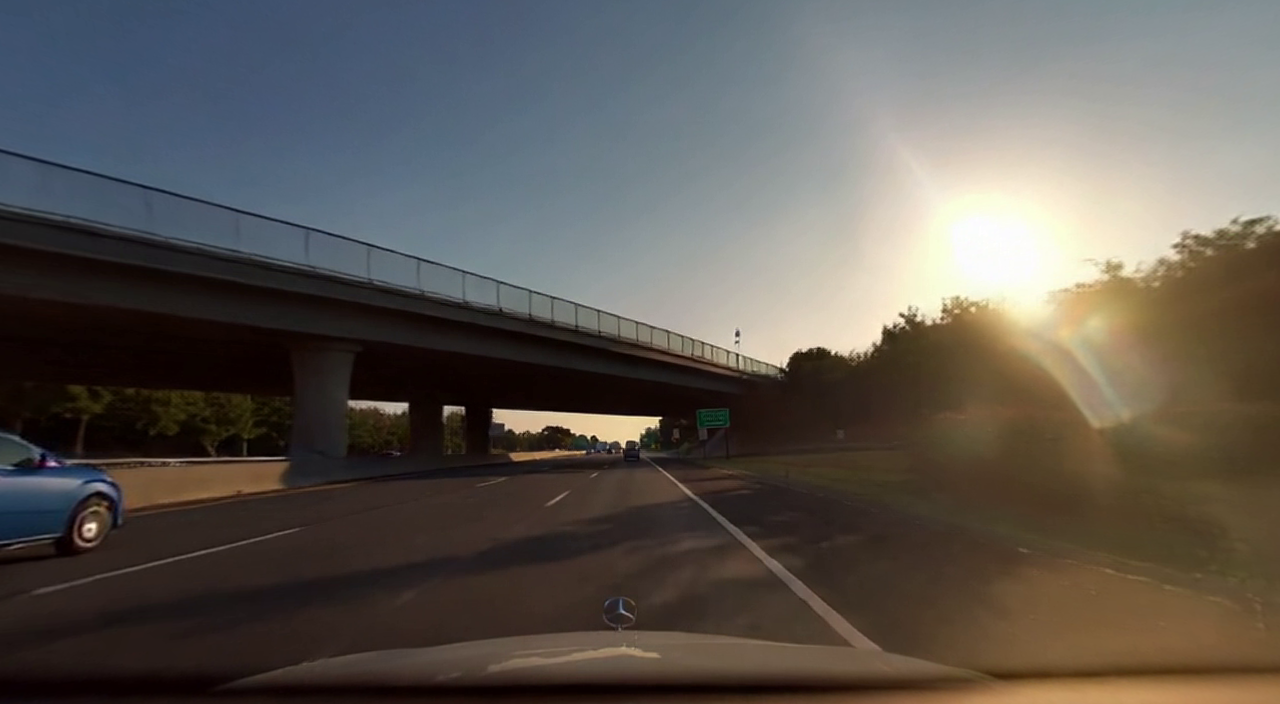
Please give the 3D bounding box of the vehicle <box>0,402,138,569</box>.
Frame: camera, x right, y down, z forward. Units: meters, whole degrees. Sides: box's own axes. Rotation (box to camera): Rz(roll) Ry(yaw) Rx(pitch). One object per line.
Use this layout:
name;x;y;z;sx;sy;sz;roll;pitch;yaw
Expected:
vehicle;-8.128;1.375;6.334;2.231;1.807;4.758;0;-8;0
